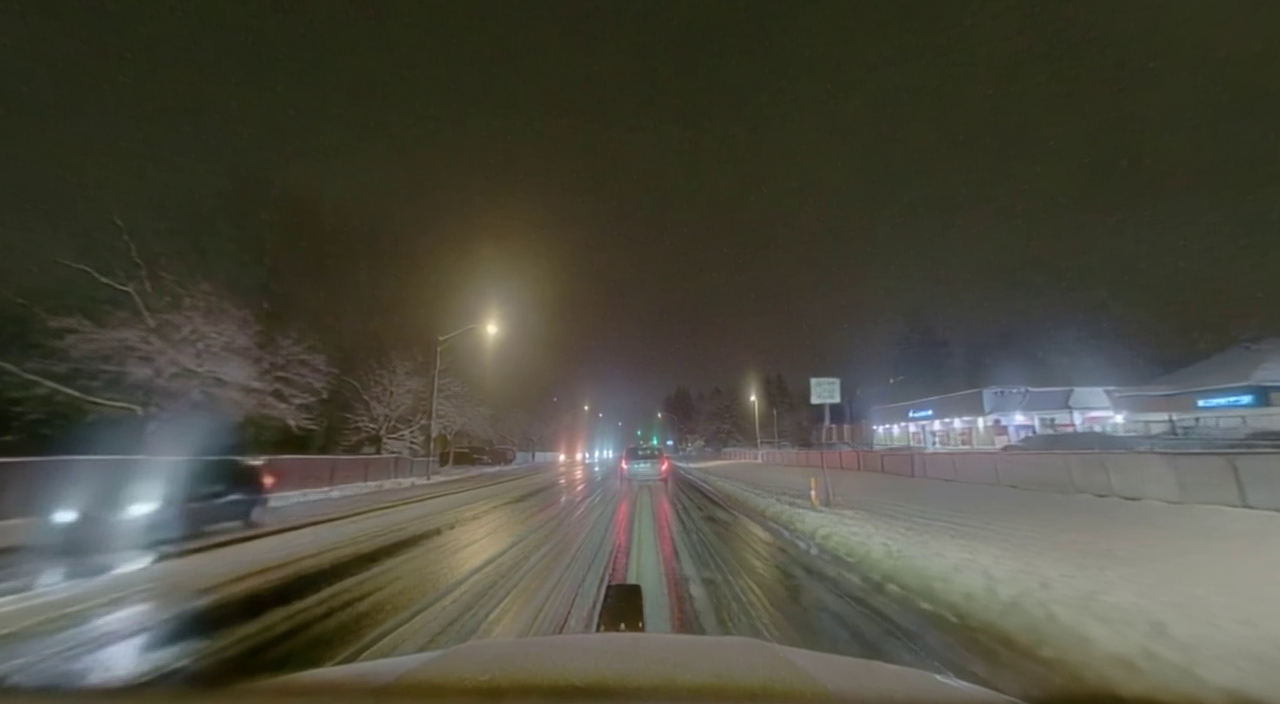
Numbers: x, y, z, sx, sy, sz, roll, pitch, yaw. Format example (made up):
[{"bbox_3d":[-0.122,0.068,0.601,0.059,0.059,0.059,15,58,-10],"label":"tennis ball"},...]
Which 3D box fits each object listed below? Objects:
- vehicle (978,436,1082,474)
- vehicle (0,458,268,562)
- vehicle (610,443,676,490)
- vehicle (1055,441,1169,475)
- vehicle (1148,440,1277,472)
[{"bbox_3d":[18.882,5.028,30.710,2.039,1.705,4.666,0,-9,0],"label":"vehicle"},{"bbox_3d":[-9.465,2.832,12.019,1.956,1.527,4.365,0,-9,1],"label":"vehicle"},{"bbox_3d":[0.107,4.049,22.482,2.144,1.514,4.063,0,-9,0],"label":"vehicle"},{"bbox_3d":[21.794,4.915,29.245,1.934,1.457,4.134,1,-9,-3],"label":"vehicle"},{"bbox_3d":[27.733,5.045,30.662,1.904,1.432,4.712,0,-9,1],"label":"vehicle"}]
